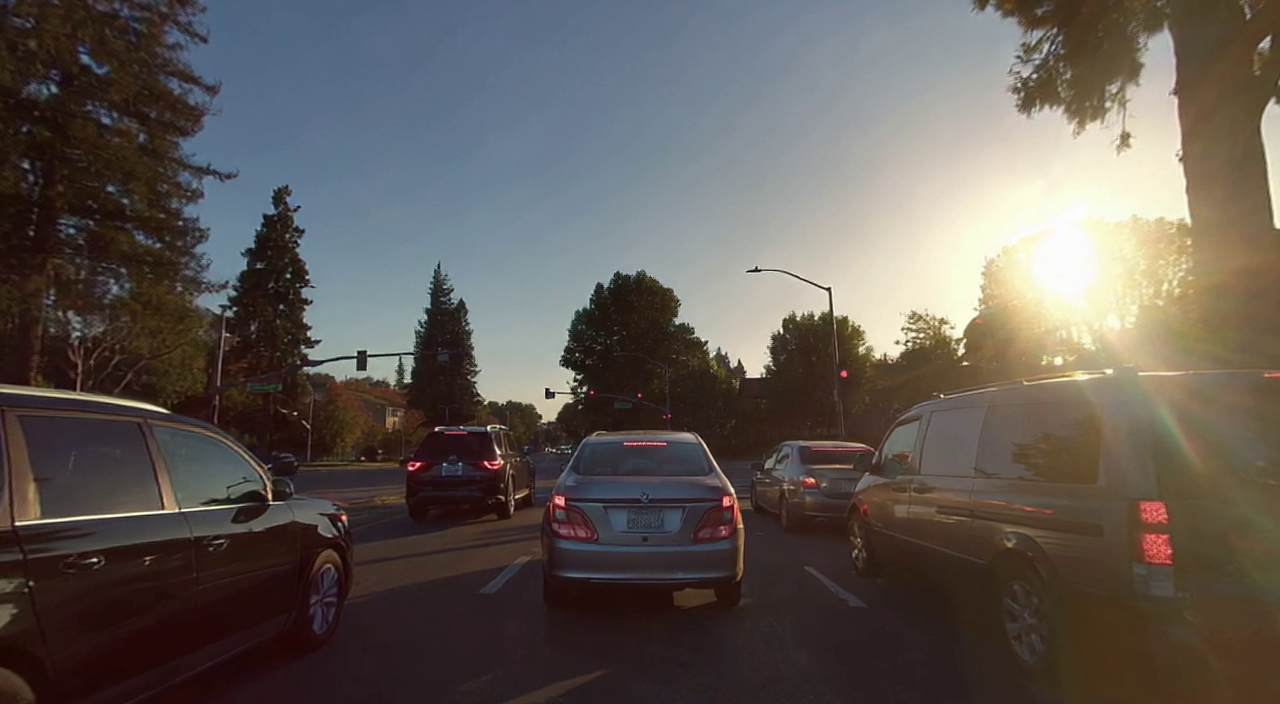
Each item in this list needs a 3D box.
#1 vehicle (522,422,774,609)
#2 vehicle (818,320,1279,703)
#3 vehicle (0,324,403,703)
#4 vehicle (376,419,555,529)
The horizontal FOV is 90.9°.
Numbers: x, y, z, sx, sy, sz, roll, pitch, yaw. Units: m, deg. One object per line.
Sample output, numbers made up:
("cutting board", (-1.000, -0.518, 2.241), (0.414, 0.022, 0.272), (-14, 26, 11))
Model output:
("vehicle", (0.037, 1.611, 7.117), (2.021, 1.490, 3.948), (0, -8, -1))
("vehicle", (3.223, 1.123, 4.887), (2.141, 1.833, 4.704), (0, -8, -2))
("vehicle", (-3.106, 0.960, 3.325), (1.982, 1.721, 4.261), (0, -8, 1))
("vehicle", (-3.167, 2.331, 12.661), (2.117, 1.772, 4.619), (0, -8, 2))
